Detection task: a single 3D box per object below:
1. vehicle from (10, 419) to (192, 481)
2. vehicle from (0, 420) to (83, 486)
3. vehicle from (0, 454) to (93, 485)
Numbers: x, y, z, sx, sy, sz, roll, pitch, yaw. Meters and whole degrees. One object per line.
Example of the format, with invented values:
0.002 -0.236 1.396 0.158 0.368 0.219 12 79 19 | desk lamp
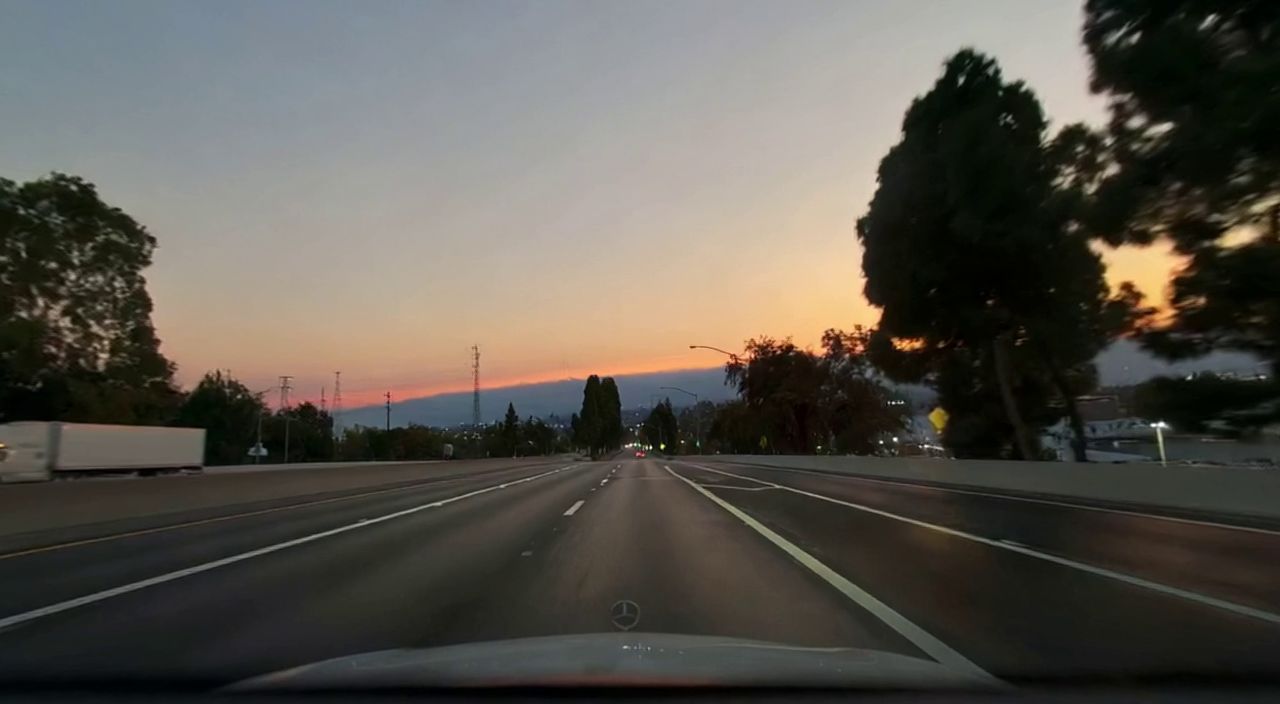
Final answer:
-39.483 7.334 47.179 2.918 4.003 12.072 0 -9 0 | vehicle
-39.493 6.345 39.784 2.934 3.871 5.987 0 -9 -1 | vehicle
-35.130 6.869 37.048 1.862 1.620 4.443 0 -9 1 | vehicle
